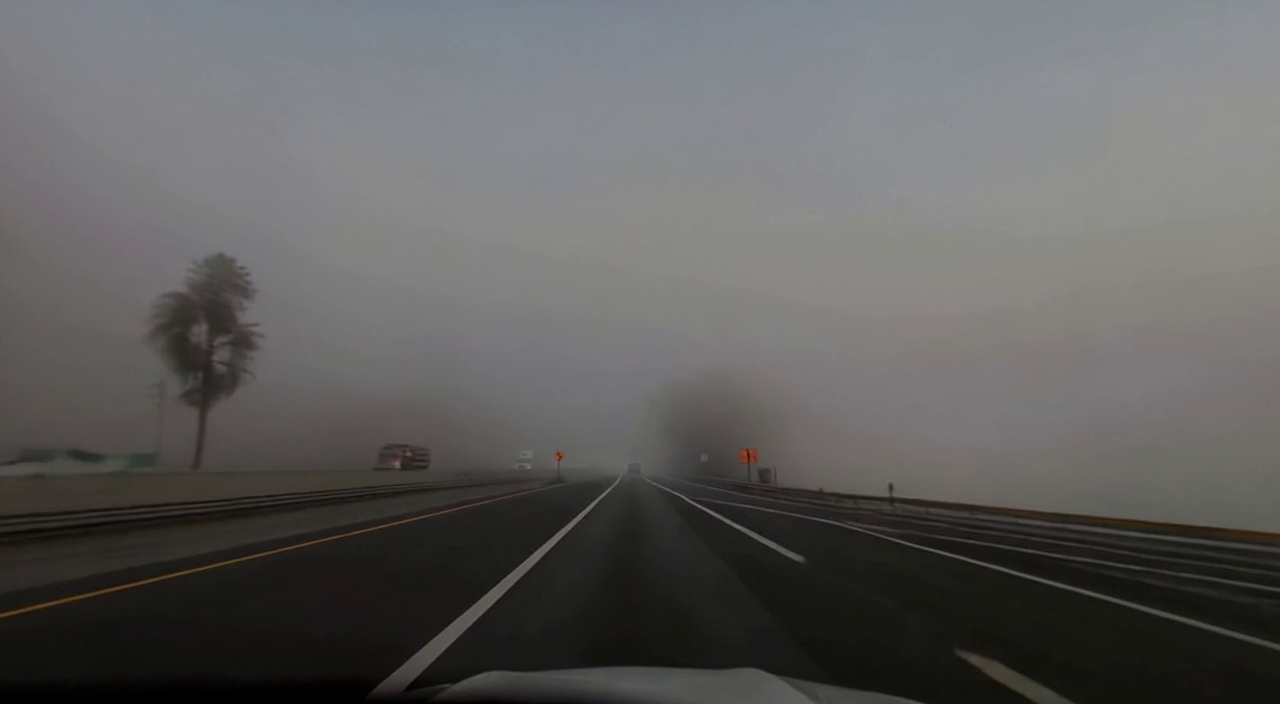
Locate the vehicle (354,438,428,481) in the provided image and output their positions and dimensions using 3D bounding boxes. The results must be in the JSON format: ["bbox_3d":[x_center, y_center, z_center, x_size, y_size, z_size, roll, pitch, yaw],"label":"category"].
[{"bbox_3d":[-16.291,7.134,41.747,2.394,2.591,6.055,1,-10,0],"label":"vehicle"}]

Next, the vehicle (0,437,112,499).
[{"bbox_3d":[-16.132,2.955,16.105,1.780,1.458,3.948,1,-10,0],"label":"vehicle"}]
